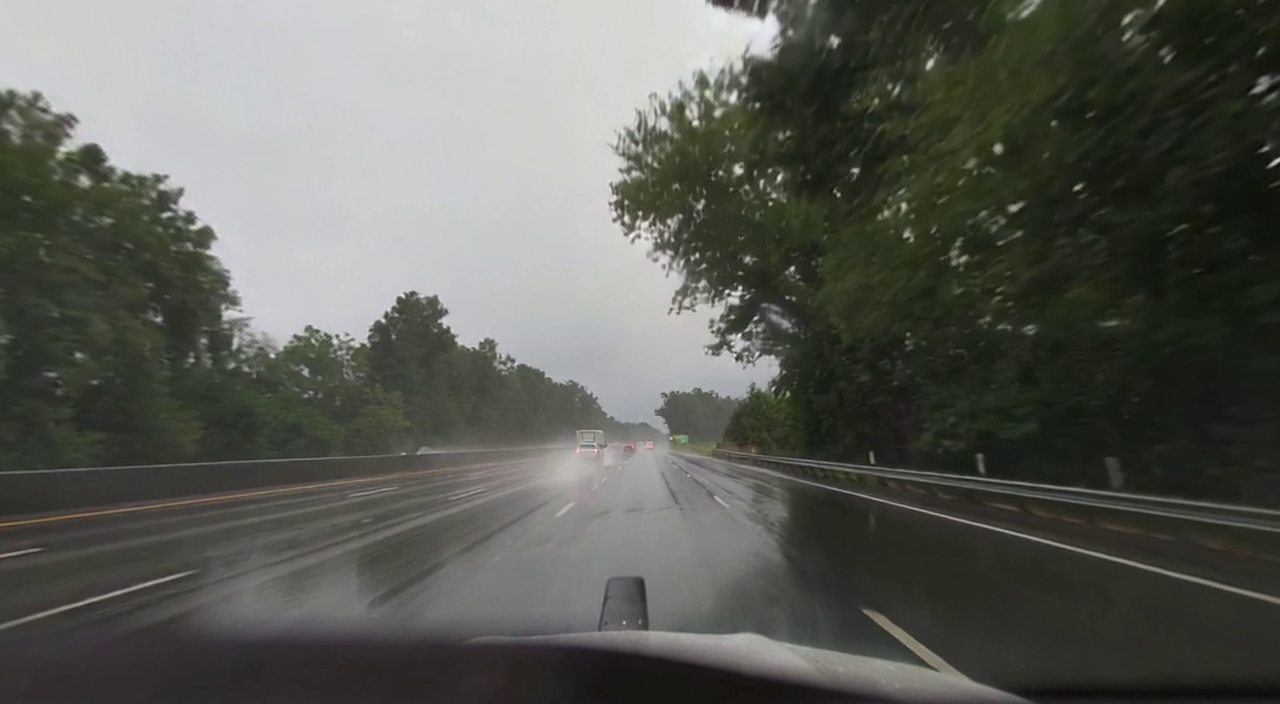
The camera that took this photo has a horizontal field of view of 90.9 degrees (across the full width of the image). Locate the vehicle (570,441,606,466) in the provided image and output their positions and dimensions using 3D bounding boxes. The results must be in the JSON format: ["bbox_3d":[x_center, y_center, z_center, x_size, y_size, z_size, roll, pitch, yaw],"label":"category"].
[{"bbox_3d":[-3.467,6.833,42.654,1.993,1.589,3.898,0,-8,1],"label":"vehicle"}]
